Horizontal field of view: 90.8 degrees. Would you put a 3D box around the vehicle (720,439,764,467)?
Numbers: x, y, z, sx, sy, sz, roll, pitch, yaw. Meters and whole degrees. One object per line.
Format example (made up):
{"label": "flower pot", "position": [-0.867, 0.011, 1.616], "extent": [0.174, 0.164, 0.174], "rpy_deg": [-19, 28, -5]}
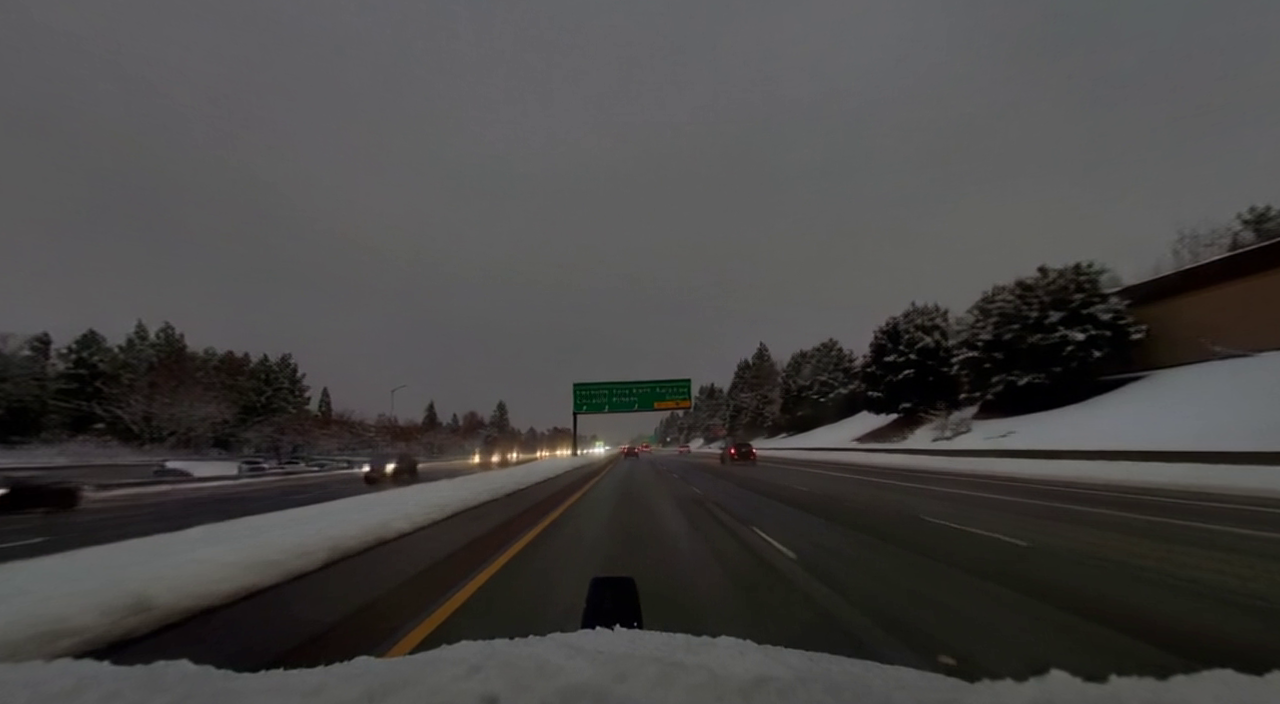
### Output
{"label": "vehicle", "position": [6.612, 6.580, 41.374], "extent": [2.030, 1.706, 4.279], "rpy_deg": [0, -9, -1]}

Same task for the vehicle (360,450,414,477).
{"label": "vehicle", "position": [-18.413, 8.117, 46.244], "extent": [2.032, 1.757, 4.656], "rpy_deg": [0, -9, 0]}

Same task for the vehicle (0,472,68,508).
{"label": "vehicle", "position": [-30.417, 6.588, 30.169], "extent": [1.871, 1.474, 4.603], "rpy_deg": [0, -9, -1]}
